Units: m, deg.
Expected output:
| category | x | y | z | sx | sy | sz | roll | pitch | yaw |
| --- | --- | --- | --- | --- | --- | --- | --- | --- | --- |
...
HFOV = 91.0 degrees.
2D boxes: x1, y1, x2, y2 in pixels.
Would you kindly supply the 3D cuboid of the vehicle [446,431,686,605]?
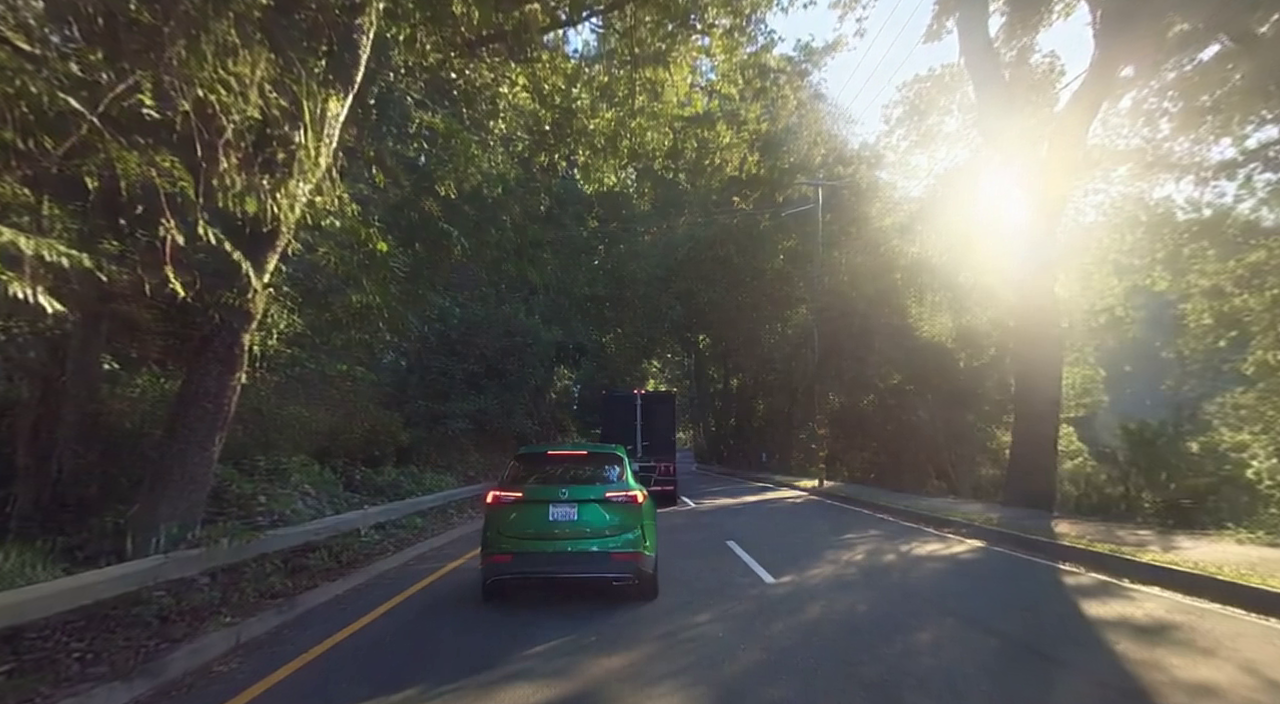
| category | x | y | z | sx | sy | sz | roll | pitch | yaw |
| --- | --- | --- | --- | --- | --- | --- | --- | --- | --- |
| vehicle | -0.632 | 1.754 | 7.580 | 2.076 | 1.490 | 4.078 | 0 | -9 | 0 |
